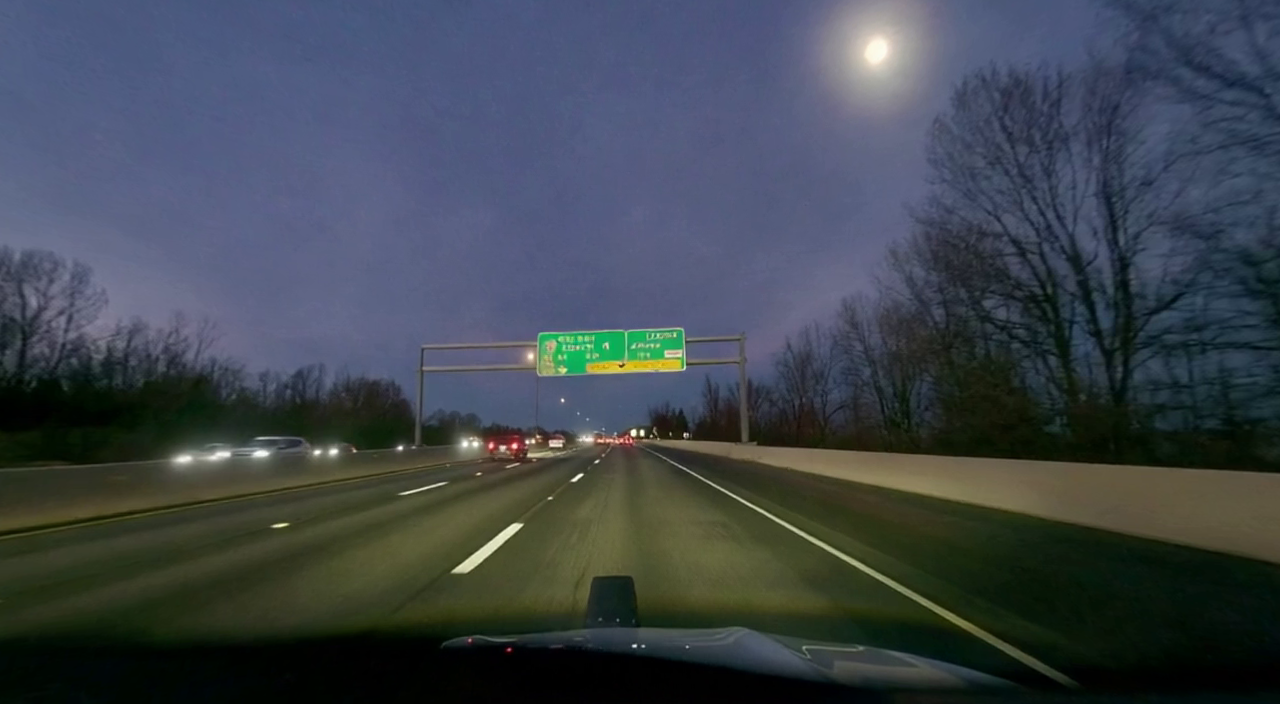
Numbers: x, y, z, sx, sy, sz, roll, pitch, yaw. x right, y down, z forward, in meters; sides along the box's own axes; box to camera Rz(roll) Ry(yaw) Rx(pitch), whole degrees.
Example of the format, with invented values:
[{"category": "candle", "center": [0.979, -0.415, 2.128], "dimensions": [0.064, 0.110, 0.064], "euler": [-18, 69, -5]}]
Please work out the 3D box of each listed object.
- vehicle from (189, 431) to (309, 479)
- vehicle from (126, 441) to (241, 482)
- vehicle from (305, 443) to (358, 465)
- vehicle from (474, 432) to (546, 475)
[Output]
[{"category": "vehicle", "center": [-15.612, 4.122, 25.467], "dimensions": [1.996, 1.744, 4.578], "euler": [0, -8, -1]}, {"category": "vehicle", "center": [-19.477, 4.650, 27.082], "dimensions": [1.838, 1.603, 4.208], "euler": [0, -8, -1]}, {"category": "vehicle", "center": [-24.354, 8.028, 49.822], "dimensions": [1.896, 1.640, 4.744], "euler": [0, -8, -1]}, {"category": "vehicle", "center": [-4.874, 3.841, 24.169], "dimensions": [1.988, 1.505, 4.044], "euler": [0, -8, -2]}]
